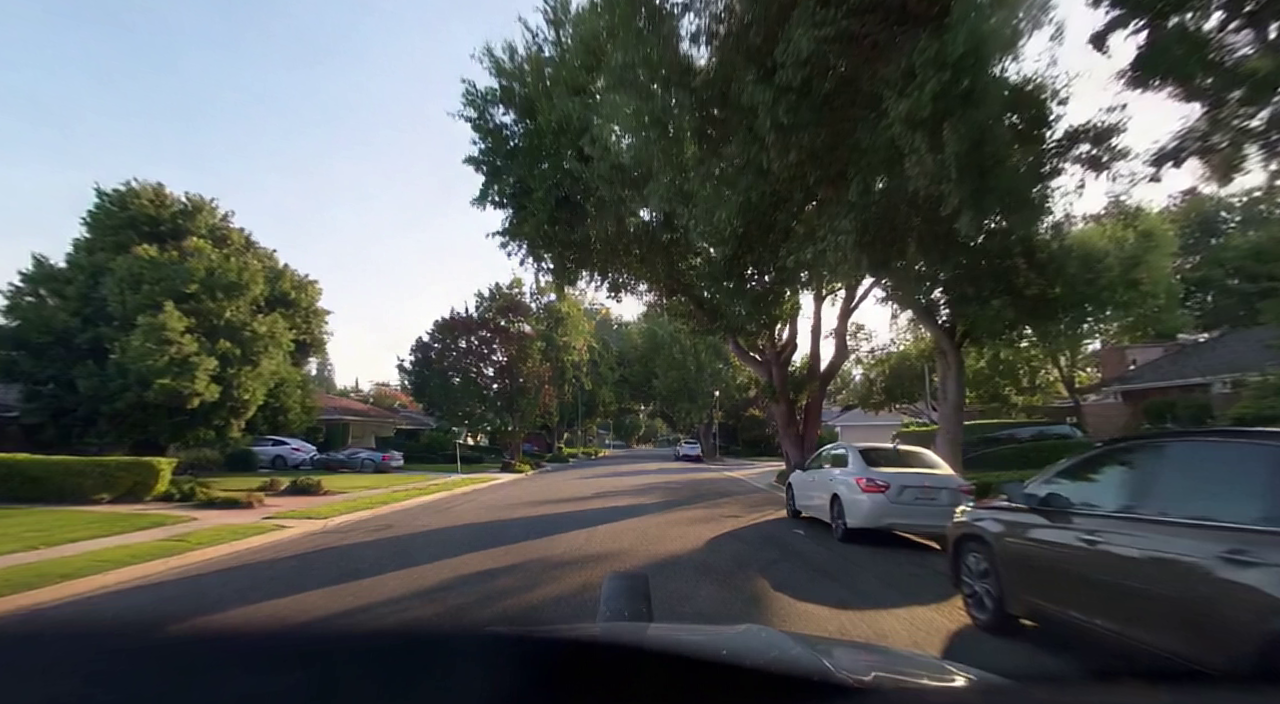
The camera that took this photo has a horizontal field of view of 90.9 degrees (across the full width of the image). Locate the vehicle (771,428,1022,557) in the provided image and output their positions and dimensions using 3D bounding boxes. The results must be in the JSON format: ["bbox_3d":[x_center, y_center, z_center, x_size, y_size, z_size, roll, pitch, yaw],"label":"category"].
[{"bbox_3d":[3.682,2.091,10.260,1.928,1.567,4.900,0,-8,-1],"label":"vehicle"}]

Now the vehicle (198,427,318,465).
[{"bbox_3d":[-18.464,4.551,30.585,4.530,1.678,1.994,-1,-8,1],"label":"vehicle"}]

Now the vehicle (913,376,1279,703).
[{"bbox_3d":[3.546,1.079,3.631,1.969,1.625,4.318,0,-8,0],"label":"vehicle"}]

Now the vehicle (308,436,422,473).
[{"bbox_3d":[-13.232,4.935,30.529,4.543,1.691,1.957,0,-8,0],"label":"vehicle"}]
